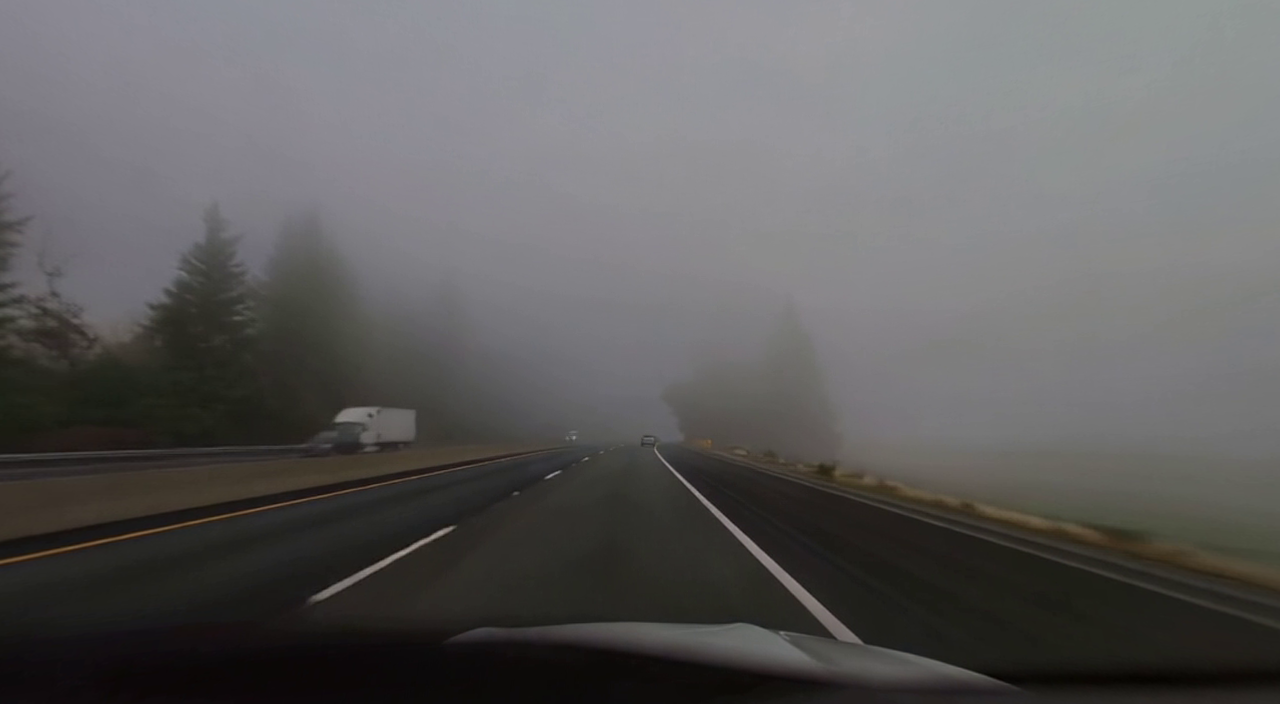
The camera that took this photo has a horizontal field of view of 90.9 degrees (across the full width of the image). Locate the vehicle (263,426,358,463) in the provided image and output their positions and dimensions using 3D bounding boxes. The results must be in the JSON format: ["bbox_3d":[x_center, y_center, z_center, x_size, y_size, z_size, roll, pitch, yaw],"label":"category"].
[{"bbox_3d":[-16.834,4.746,32.586,1.990,1.748,5.262,0,-7,1],"label":"vehicle"}]

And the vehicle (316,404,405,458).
[{"bbox_3d":[-16.766,4.824,38.314,2.504,2.967,5.931,0,-7,1],"label":"vehicle"}]
